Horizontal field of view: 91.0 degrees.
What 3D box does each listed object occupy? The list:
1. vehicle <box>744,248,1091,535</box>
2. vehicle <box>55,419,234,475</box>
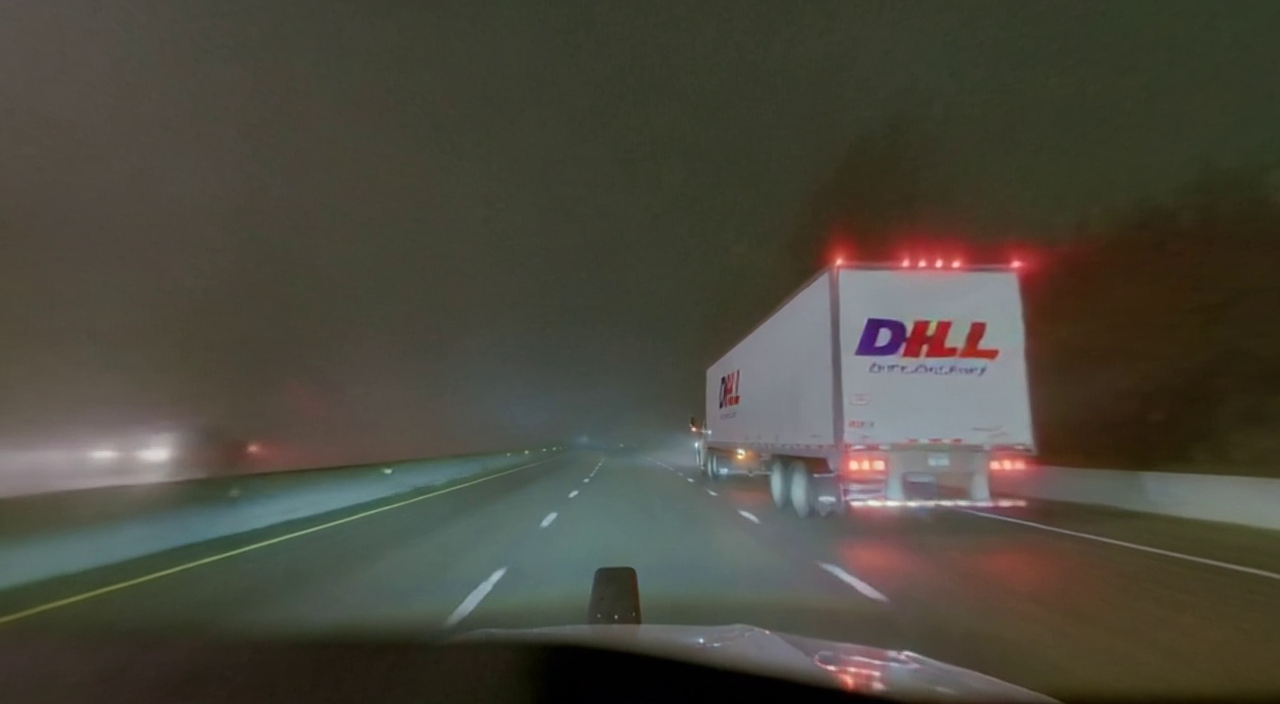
[{"bbox_3d":[4.428,1.056,12.718,2.880,3.918,8.254,0,-8,-2],"label":"vehicle"},{"bbox_3d":[-15.126,2.942,19.647,1.880,1.528,4.663,0,-8,-2],"label":"vehicle"}]
